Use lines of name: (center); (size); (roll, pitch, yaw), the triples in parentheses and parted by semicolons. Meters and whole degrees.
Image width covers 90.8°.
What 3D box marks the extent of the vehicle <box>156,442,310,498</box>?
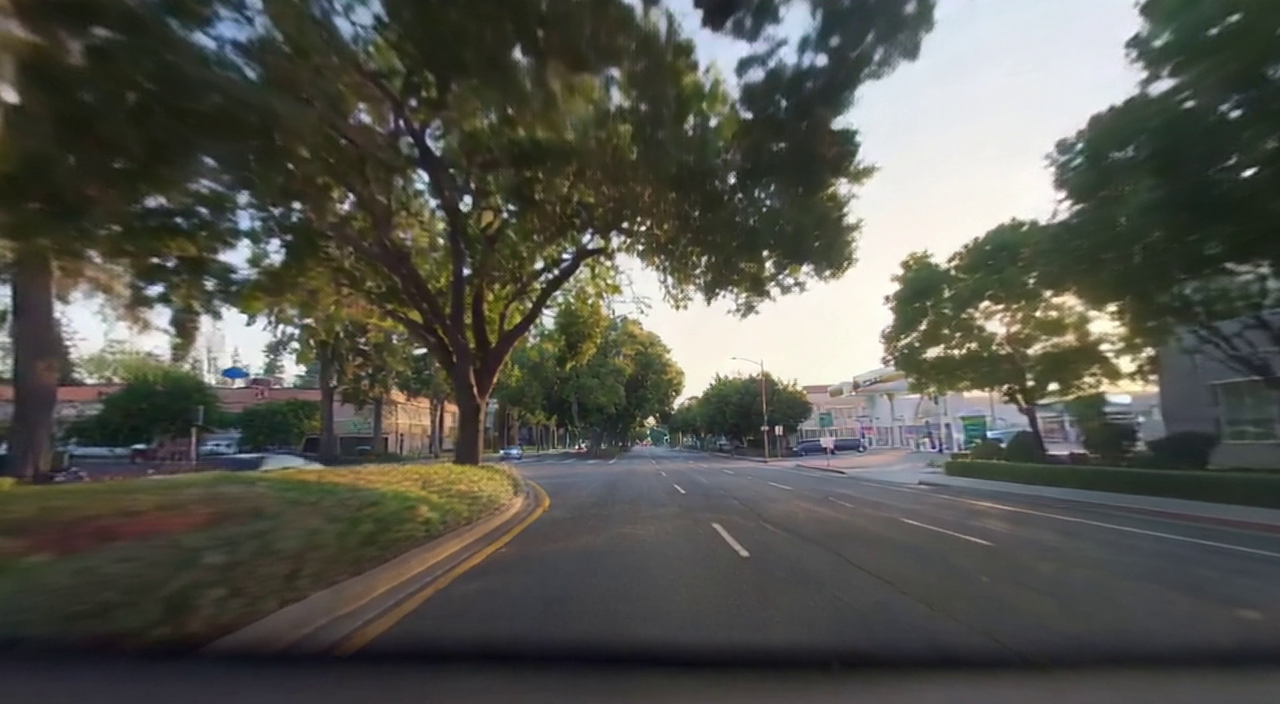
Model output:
vehicle: (-12.129, 3.498, 19.244); (1.819, 1.466, 4.283); (0, -8, 0)
